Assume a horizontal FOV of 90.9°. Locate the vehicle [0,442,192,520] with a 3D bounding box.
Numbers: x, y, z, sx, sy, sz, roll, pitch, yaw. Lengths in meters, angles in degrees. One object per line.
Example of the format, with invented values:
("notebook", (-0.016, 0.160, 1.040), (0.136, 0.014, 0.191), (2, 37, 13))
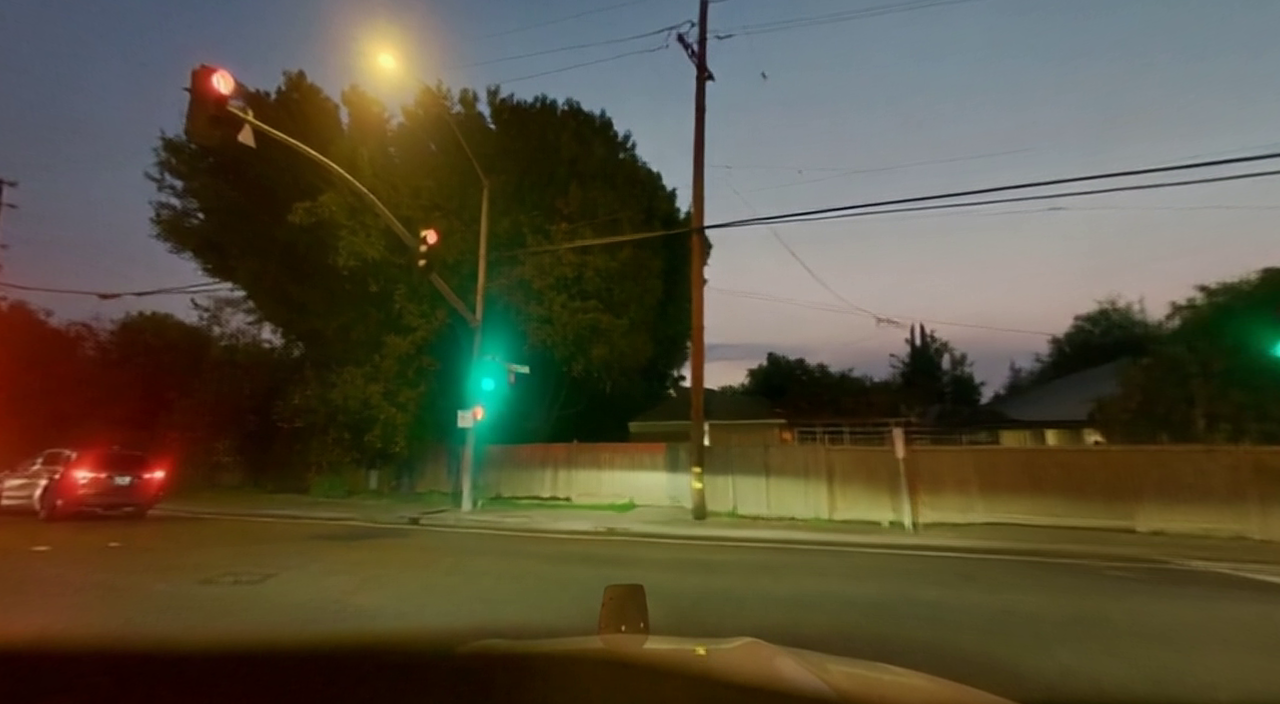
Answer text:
("vehicle", (-12.610, 2.786, 14.165), (4.512, 1.506, 2.078), (-4, -9, 25))
